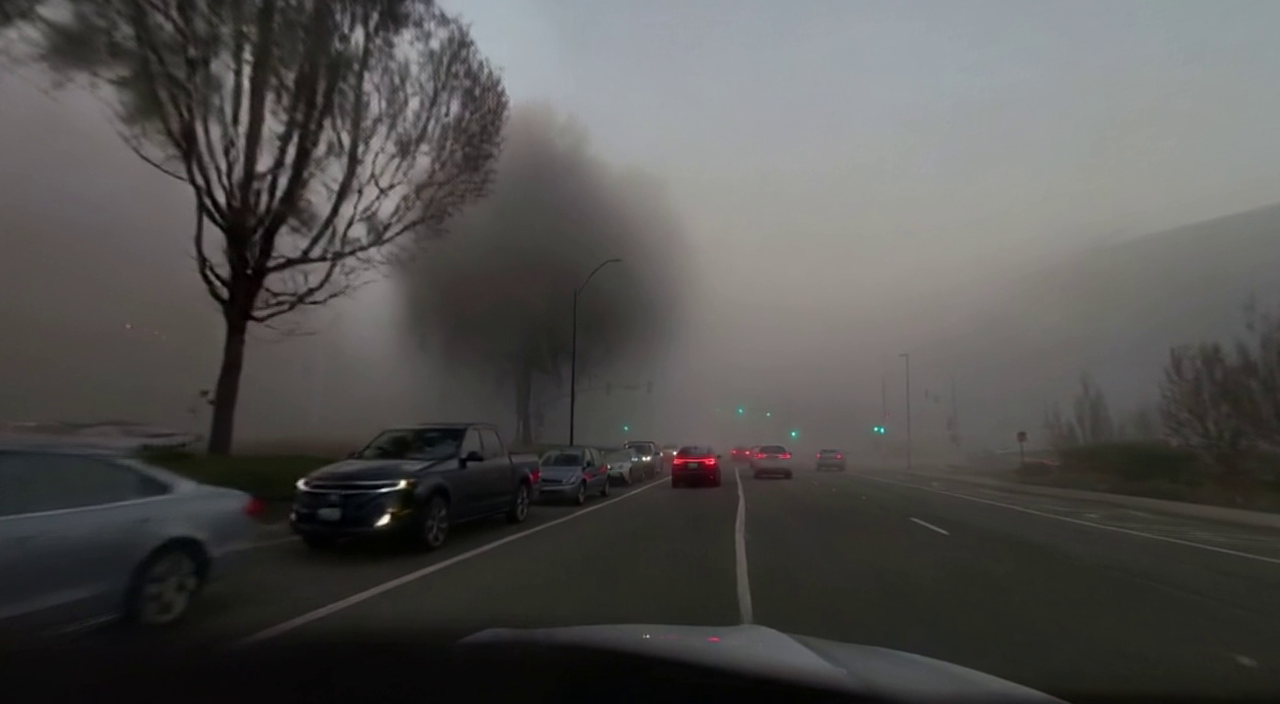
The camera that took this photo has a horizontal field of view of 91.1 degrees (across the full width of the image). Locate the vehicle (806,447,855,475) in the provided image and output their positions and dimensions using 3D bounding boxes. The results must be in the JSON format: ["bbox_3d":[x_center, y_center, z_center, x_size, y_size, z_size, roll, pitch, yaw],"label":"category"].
[{"bbox_3d":[11.263,6.465,37.452,2.120,1.497,4.323,-1,-8,8],"label":"vehicle"}]

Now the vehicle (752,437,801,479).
[{"bbox_3d":[6.539,5.093,30.510,2.102,1.815,4.716,-1,-8,10],"label":"vehicle"}]

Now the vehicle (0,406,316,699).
[{"bbox_3d":[-4.273,1.061,3.406,1.868,1.514,4.870,-1,-8,9],"label":"vehicle"}]

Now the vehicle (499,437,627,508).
[{"bbox_3d":[-1.823,3.060,16.413,2.068,1.525,4.452,-4,-9,10],"label":"vehicle"}]

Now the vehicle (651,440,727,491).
[{"bbox_3d":[1.830,3.851,21.807,2.205,1.537,4.895,-1,-8,9],"label":"vehicle"}]

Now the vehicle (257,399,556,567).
[{"bbox_3d":[-3.025,1.845,9.475,2.142,1.834,4.588,-4,-9,10],"label":"vehicle"}]
